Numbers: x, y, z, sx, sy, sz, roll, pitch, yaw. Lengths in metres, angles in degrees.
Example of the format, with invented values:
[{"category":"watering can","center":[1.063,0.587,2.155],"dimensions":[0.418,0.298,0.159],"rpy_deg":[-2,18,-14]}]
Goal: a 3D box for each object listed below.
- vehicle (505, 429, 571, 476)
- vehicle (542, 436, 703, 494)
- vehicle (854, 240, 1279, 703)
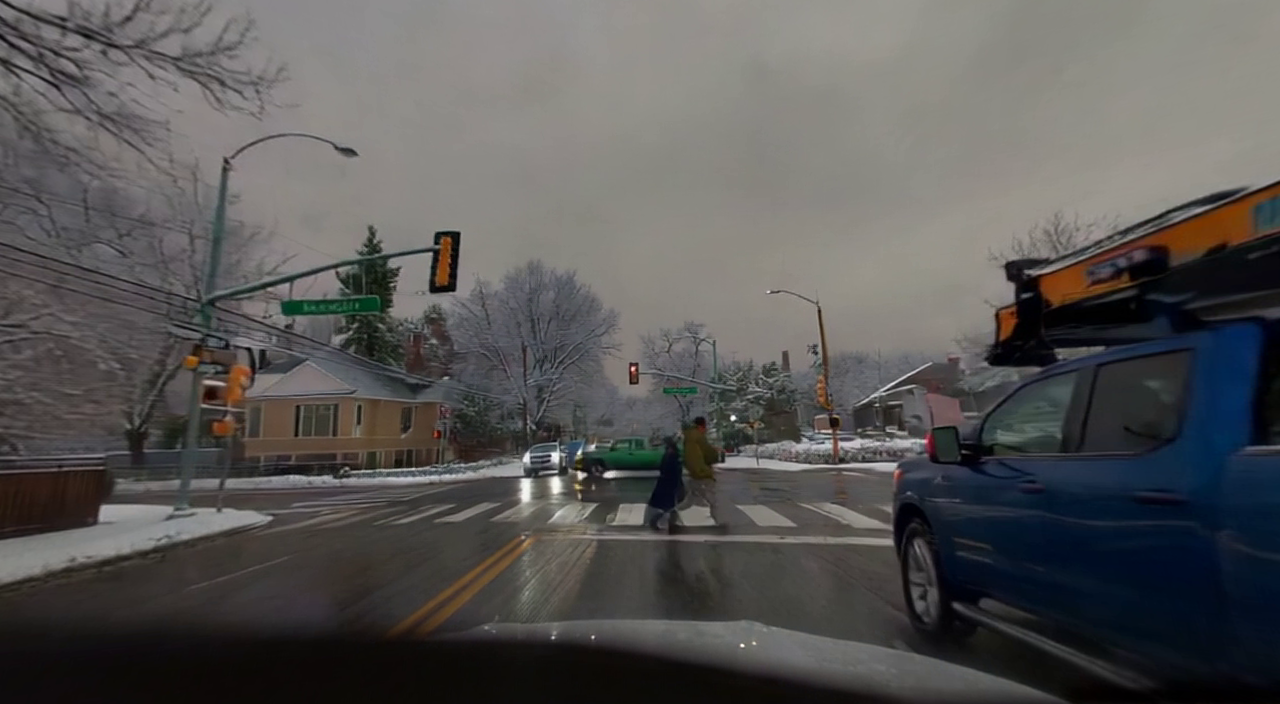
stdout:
[{"category":"vehicle","center":[-6.109,6.162,39.023],"dimensions":[2.896,2.560,7.322],"rpy_deg":[0,-9,-1]},{"category":"vehicle","center":[-0.505,3.514,20.100],"dimensions":[4.771,1.630,1.979],"rpy_deg":[5,-10,-31]},{"category":"vehicle","center":[3.059,0.810,2.885],"dimensions":[2.177,2.015,5.463],"rpy_deg":[0,-9,-1]}]
